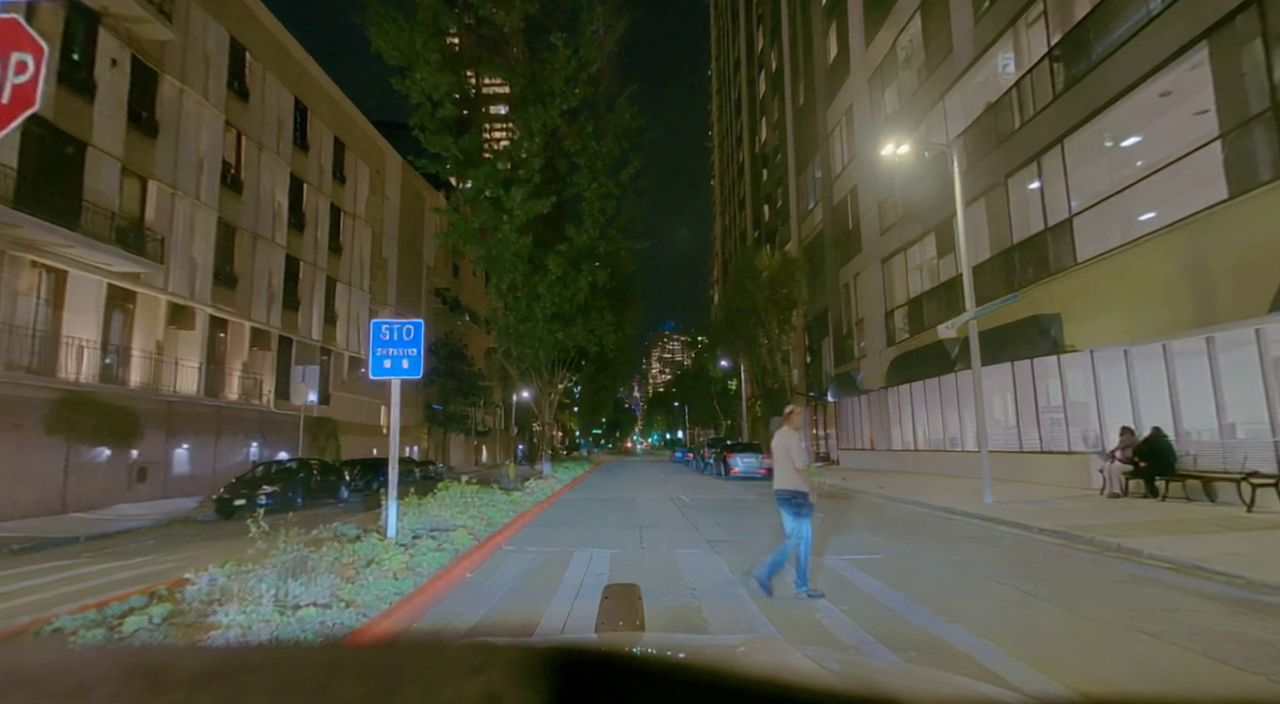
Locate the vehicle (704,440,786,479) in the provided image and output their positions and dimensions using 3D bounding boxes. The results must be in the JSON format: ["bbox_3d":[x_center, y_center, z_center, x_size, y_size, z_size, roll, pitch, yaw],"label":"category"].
[{"bbox_3d":[4.589,4.567,27.108,1.858,1.491,4.329,-5,-10,33],"label":"vehicle"}]

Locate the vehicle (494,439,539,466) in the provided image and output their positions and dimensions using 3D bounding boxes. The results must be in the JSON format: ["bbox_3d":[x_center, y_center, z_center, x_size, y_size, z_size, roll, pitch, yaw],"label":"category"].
[{"bbox_3d":[-8.852,7.263,45.725,2.256,1.802,4.333,0,-8,2],"label":"vehicle"}]

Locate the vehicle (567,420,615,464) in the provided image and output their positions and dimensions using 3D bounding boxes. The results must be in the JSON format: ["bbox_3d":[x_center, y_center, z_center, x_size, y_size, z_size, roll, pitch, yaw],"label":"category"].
[{"bbox_3d":[-3.006,5.754,40.238,2.317,2.596,6.053,0,-8,2],"label":"vehicle"}]

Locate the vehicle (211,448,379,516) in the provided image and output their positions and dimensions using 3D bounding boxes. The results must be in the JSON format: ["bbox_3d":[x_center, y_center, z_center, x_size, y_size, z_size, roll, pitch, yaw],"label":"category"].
[{"bbox_3d":[-8.791,3.306,16.646,2.007,1.503,4.343,0,-8,-1],"label":"vehicle"}]
